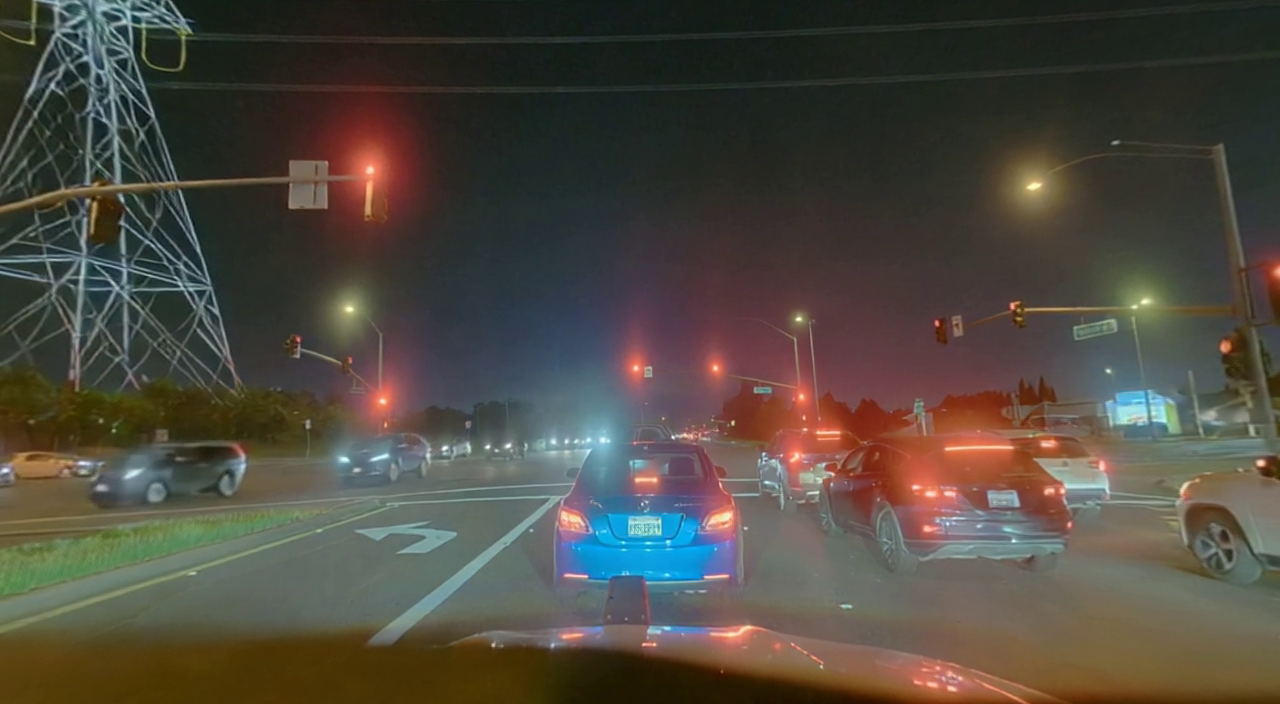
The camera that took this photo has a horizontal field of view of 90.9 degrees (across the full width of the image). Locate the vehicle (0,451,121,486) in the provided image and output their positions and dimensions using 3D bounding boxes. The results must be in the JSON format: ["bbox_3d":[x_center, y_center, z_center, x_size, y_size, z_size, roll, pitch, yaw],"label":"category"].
[{"bbox_3d":[-25.881,5.114,27.785,4.263,1.464,1.895,0,-8,-1],"label":"vehicle"}]

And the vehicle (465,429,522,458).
[{"bbox_3d":[-9.405,5.945,40.995,2.239,1.719,4.948,-1,-8,4],"label":"vehicle"}]

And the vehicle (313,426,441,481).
[{"bbox_3d":[-9.772,3.855,24.103,2.161,1.818,5.672,-1,-8,3],"label":"vehicle"}]

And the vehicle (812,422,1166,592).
[{"bbox_3d":[3.667,1.679,7.715,1.835,1.473,4.190,0,-8,-1],"label":"vehicle"}]

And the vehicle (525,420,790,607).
[{"bbox_3d":[0.126,1.593,7.126,2.117,1.474,4.036,0,-8,0],"label":"vehicle"}]

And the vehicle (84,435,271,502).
[{"bbox_3d":[-13.474,3.393,18.850,1.939,1.727,4.695,0,-8,1],"label":"vehicle"}]
